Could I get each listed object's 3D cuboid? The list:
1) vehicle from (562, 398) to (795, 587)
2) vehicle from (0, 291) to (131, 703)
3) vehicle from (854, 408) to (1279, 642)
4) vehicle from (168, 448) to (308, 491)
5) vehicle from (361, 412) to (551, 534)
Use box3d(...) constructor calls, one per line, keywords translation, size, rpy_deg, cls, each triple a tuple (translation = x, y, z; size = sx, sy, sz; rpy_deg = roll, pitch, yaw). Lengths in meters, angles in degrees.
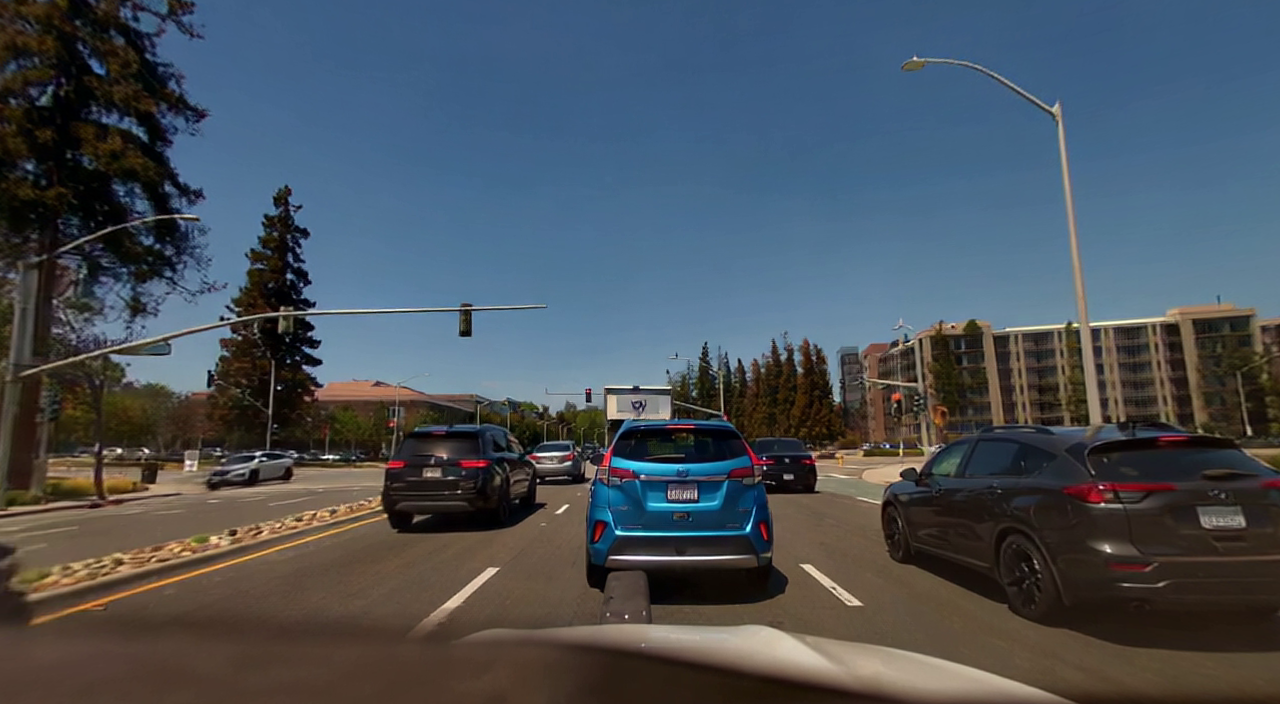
box3d(translation=(0.374, 1.639, 8.154), size=(2.172, 1.764, 4.338), rpy_deg=(0, -8, 1), cls="vehicle")
box3d(translation=(-3.230, 0.429, 0.102), size=(2.209, 1.828, 4.847), rpy_deg=(0, -8, 0), cls="vehicle")
box3d(translation=(3.907, 1.488, 6.421), size=(1.954, 1.592, 3.992), rpy_deg=(0, -8, -1), cls="vehicle")
box3d(translation=(-15.946, 4.625, 25.278), size=(1.882, 1.505, 4.379), rpy_deg=(-3, -9, 21), cls="vehicle")
box3d(translation=(-3.122, 2.186, 11.995), size=(2.054, 1.814, 4.941), rpy_deg=(0, -8, 1), cls="vehicle")
